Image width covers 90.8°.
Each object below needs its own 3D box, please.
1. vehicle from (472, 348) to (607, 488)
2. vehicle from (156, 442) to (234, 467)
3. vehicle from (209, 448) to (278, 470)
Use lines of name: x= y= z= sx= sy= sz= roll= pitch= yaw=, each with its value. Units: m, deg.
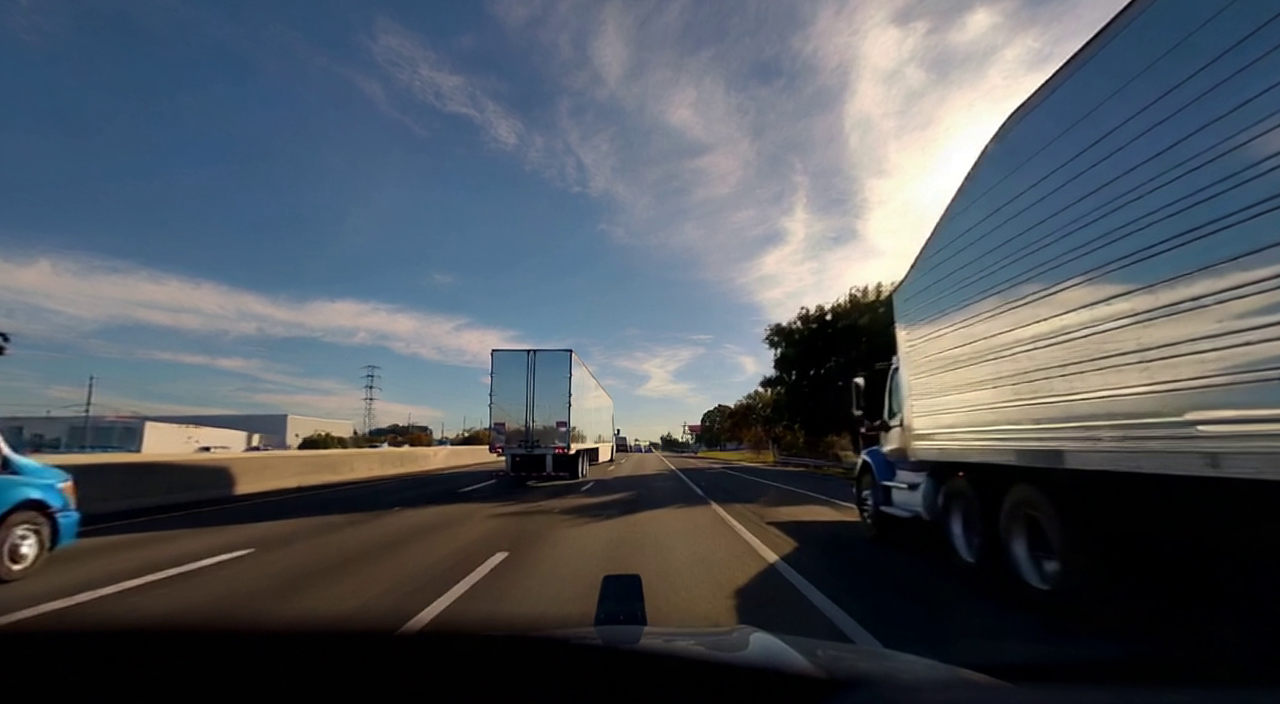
vehicle: x=-3.369 y=3.062 z=26.803 sx=2.939 sy=4.132 sz=16.303 roll=0 pitch=-8 yaw=0
vehicle: x=-31.418 y=7.233 z=44.749 sx=1.971 sy=1.674 sz=4.788 roll=0 pitch=-8 yaw=1
vehicle: x=-27.242 y=7.352 z=43.569 sx=1.889 sy=1.437 sz=4.286 roll=0 pitch=-8 yaw=1
